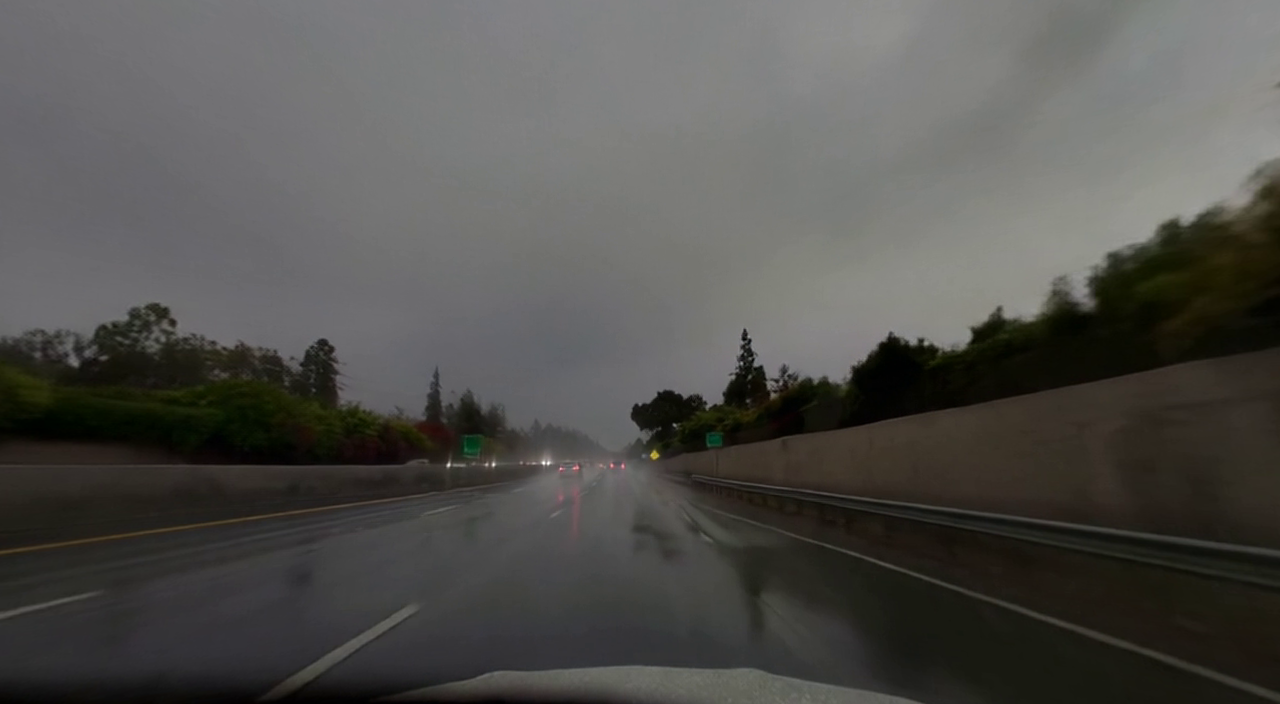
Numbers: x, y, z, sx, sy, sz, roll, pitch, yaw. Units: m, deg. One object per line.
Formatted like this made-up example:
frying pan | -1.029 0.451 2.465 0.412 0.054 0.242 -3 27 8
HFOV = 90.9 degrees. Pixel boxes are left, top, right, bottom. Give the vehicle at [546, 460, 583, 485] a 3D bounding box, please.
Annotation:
vehicle | -5.159 8.303 43.367 2.039 1.605 4.365 1 -11 -1
